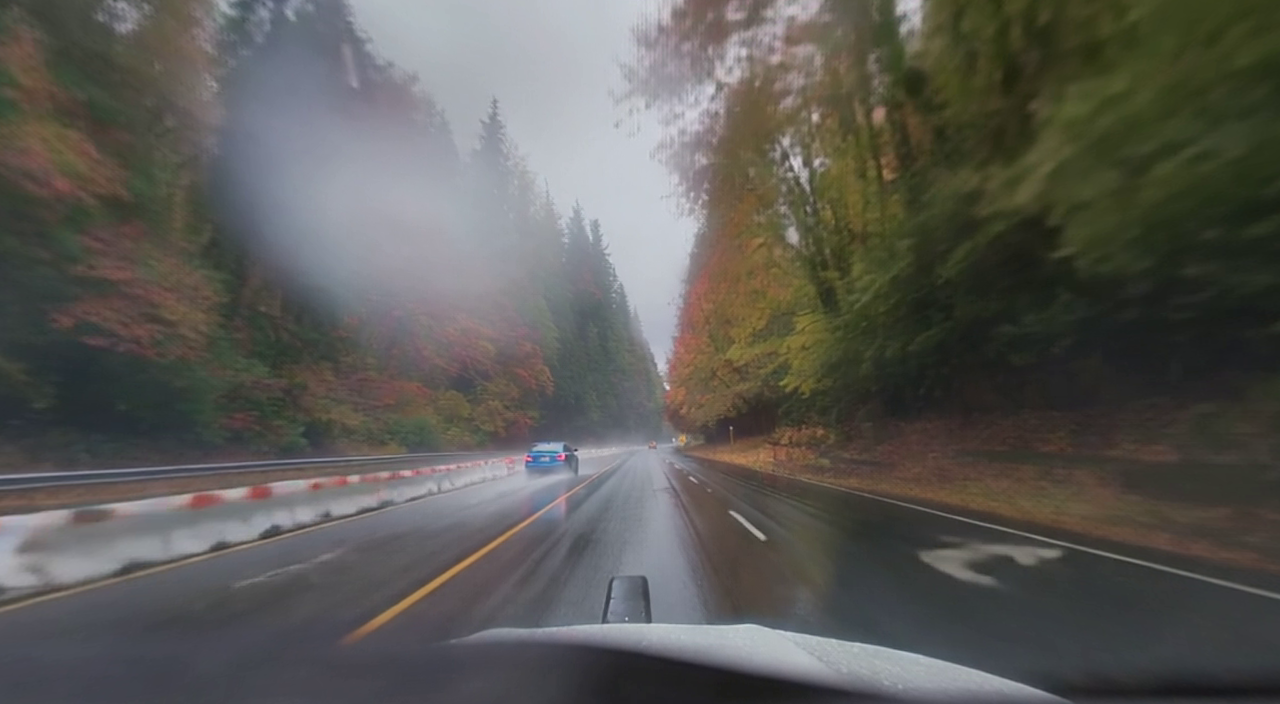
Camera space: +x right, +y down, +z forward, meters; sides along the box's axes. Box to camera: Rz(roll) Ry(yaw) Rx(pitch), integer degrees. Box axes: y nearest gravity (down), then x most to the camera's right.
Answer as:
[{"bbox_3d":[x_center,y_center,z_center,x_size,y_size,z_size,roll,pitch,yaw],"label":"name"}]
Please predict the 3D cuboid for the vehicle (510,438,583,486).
[{"bbox_3d":[-3.172,3.825,22.201,1.902,1.505,4.016,0,-8,1],"label":"vehicle"}]
